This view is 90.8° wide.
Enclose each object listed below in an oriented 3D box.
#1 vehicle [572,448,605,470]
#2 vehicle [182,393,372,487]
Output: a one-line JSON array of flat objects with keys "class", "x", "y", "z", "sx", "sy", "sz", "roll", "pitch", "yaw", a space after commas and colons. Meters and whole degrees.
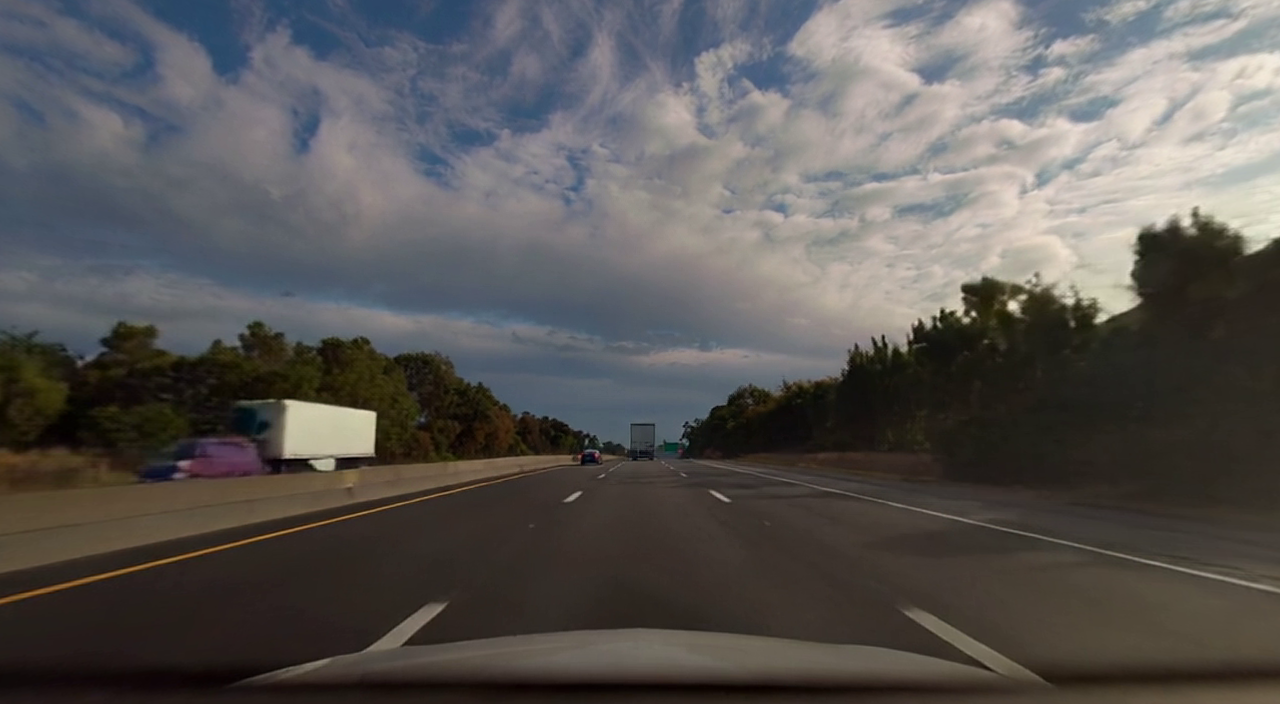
[{"class": "vehicle", "x": -3.473, "y": 7.295, "z": 43.202, "sx": 1.955, "sy": 1.438, "sz": 4.100, "roll": 0, "pitch": -9, "yaw": 0}, {"class": "vehicle", "x": -16.706, "y": 4.338, "z": 30.510, "sx": 2.811, "sy": 3.701, "sz": 10.775, "roll": 0, "pitch": -9, "yaw": 0}]
